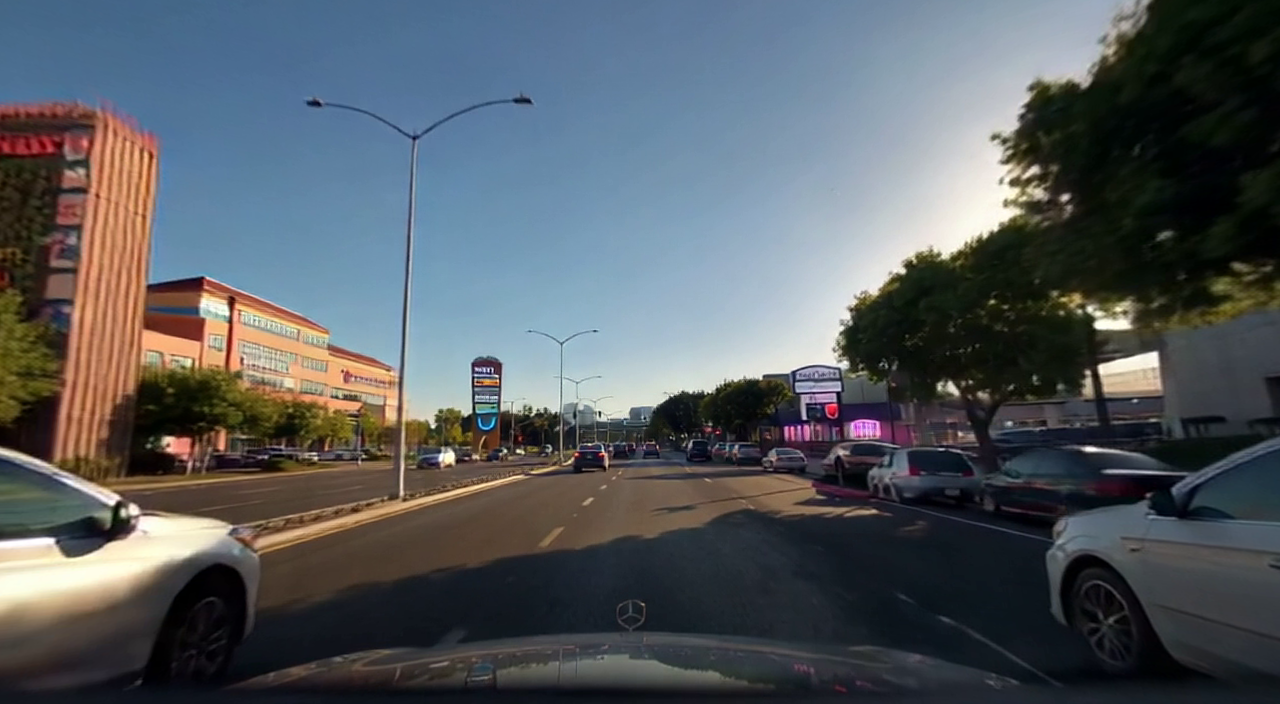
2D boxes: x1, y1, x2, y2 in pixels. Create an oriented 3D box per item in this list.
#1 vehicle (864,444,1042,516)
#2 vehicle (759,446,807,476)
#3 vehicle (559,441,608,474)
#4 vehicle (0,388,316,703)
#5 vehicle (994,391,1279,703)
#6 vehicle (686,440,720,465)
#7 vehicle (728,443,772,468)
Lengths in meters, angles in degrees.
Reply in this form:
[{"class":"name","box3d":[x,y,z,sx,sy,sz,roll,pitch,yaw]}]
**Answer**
[{"class":"vehicle","box3d":[7.377,3.021,15.513,1.976,1.469,4.576,0,-8,-1]},{"class":"vehicle","box3d":[7.543,5.764,33.559,1.654,1.440,3.647,0,-8,-1]},{"class":"vehicle","box3d":[-2.737,5.210,31.384,1.917,1.511,4.436,-1,-8,1]},{"class":"vehicle","box3d":[-3.328,0.831,1.788,2.155,1.504,4.776,-1,-8,2]},{"class":"vehicle","box3d":[3.315,0.823,1.809,1.981,1.499,4.536,0,-8,1]},{"class":"vehicle","box3d":[4.487,7.268,45.636,2.007,1.683,4.171,0,-8,-1]},{"class":"vehicle","box3d":[7.535,7.135,43.664,1.918,1.598,4.536,0,-8,-4]}]
